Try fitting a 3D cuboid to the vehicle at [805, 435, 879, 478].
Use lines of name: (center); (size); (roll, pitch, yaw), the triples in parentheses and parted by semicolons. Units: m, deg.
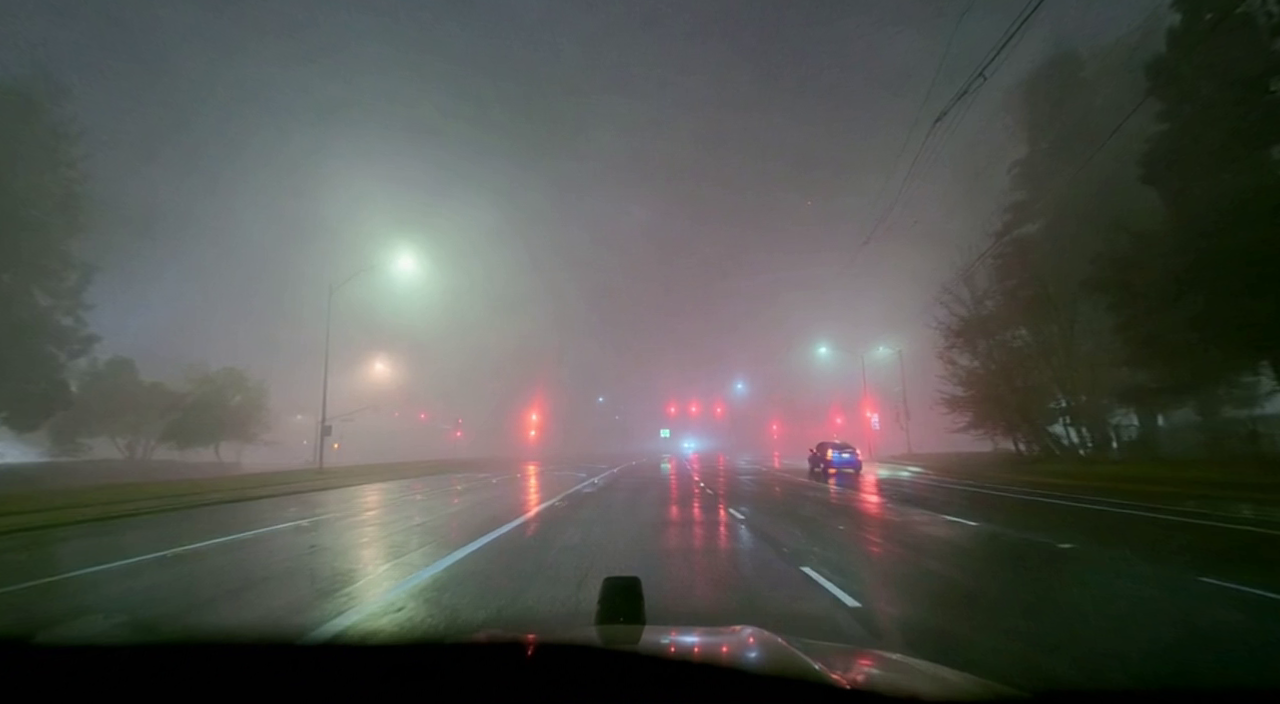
vehicle: (7.894, 4.132, 25.057); (1.797, 1.544, 3.685); (0, -9, 2)
